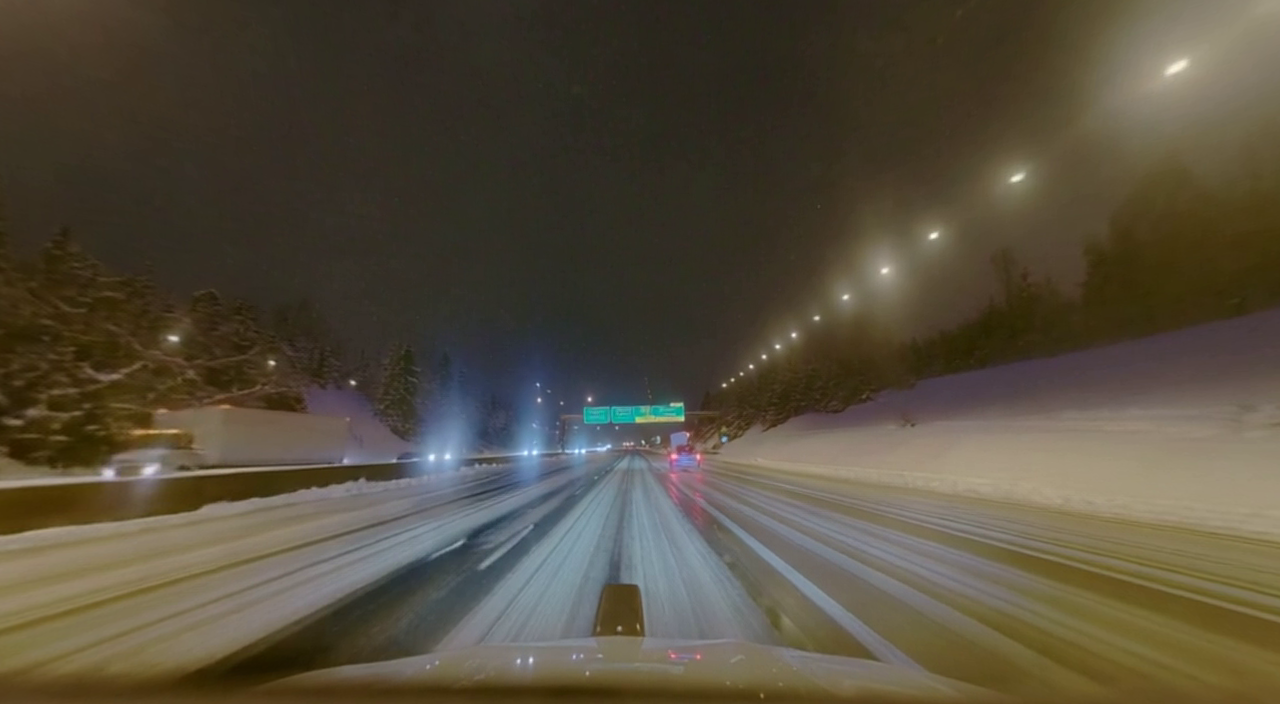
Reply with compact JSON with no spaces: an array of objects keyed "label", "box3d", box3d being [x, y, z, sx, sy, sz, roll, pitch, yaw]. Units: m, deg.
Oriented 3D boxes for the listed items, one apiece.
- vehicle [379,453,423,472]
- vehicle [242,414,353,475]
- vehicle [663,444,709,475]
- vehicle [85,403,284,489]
[{"label":"vehicle","box3d":[-18.822,8.695,49.676,1.843,1.430,4.316,0,-9,0]},{"label":"vehicle","box3d":[-23.182,6.392,43.267,2.827,3.758,8.343,0,-9,0]},{"label":"vehicle","box3d":[2.388,5.708,33.632,2.055,1.501,4.321,0,-9,-1]},{"label":"vehicle","box3d":[-23.092,4.931,33.023,2.988,3.779,10.024,0,-9,-1]}]
